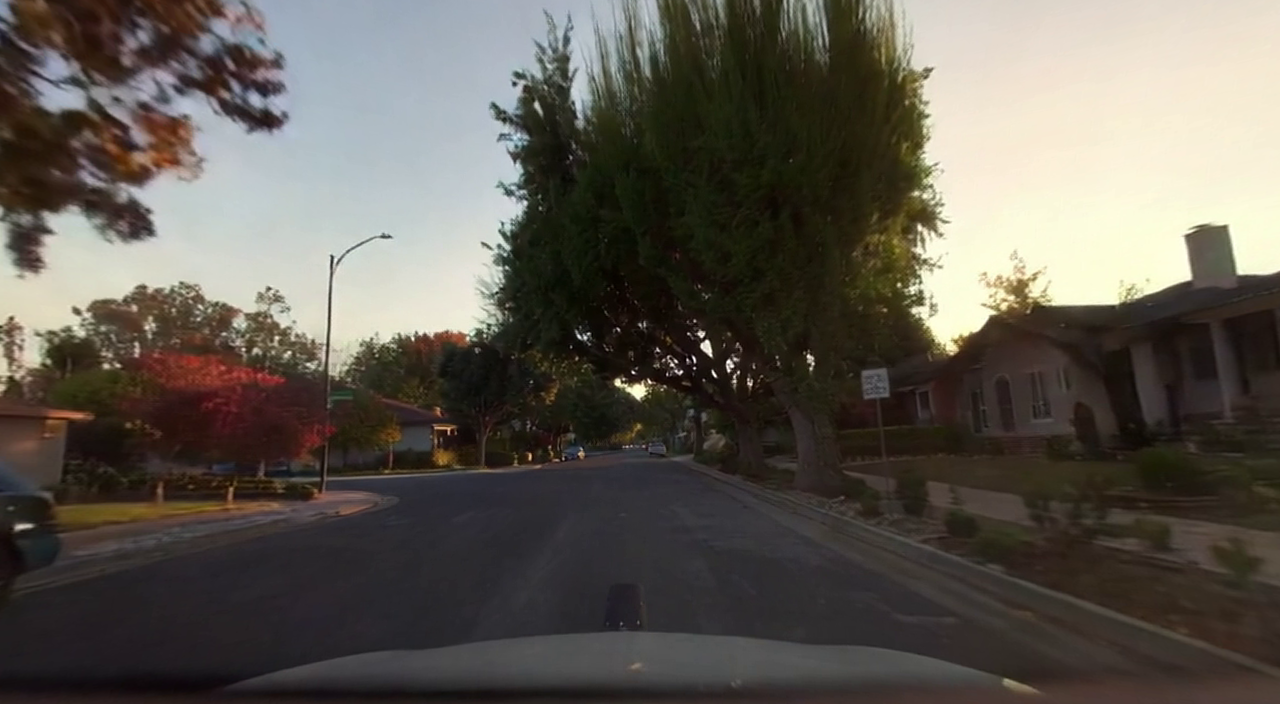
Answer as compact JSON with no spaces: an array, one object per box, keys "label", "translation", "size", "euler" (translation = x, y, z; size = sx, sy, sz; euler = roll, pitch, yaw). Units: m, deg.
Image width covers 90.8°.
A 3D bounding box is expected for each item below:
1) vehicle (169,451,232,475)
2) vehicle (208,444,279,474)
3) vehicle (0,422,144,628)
[{"label":"vehicle","translation":[-30.730,7.743,44.338],"size":[1.858,1.538,4.217],"euler":[1,-9,-8]},{"label":"vehicle","translation":[-27.894,7.523,44.670],"size":[1.906,2.020,5.006],"euler":[0,-9,-3]},{"label":"vehicle","translation":[-6.485,1.321,4.350],"size":[2.078,1.745,5.119],"euler":[0,-9,-2]}]
